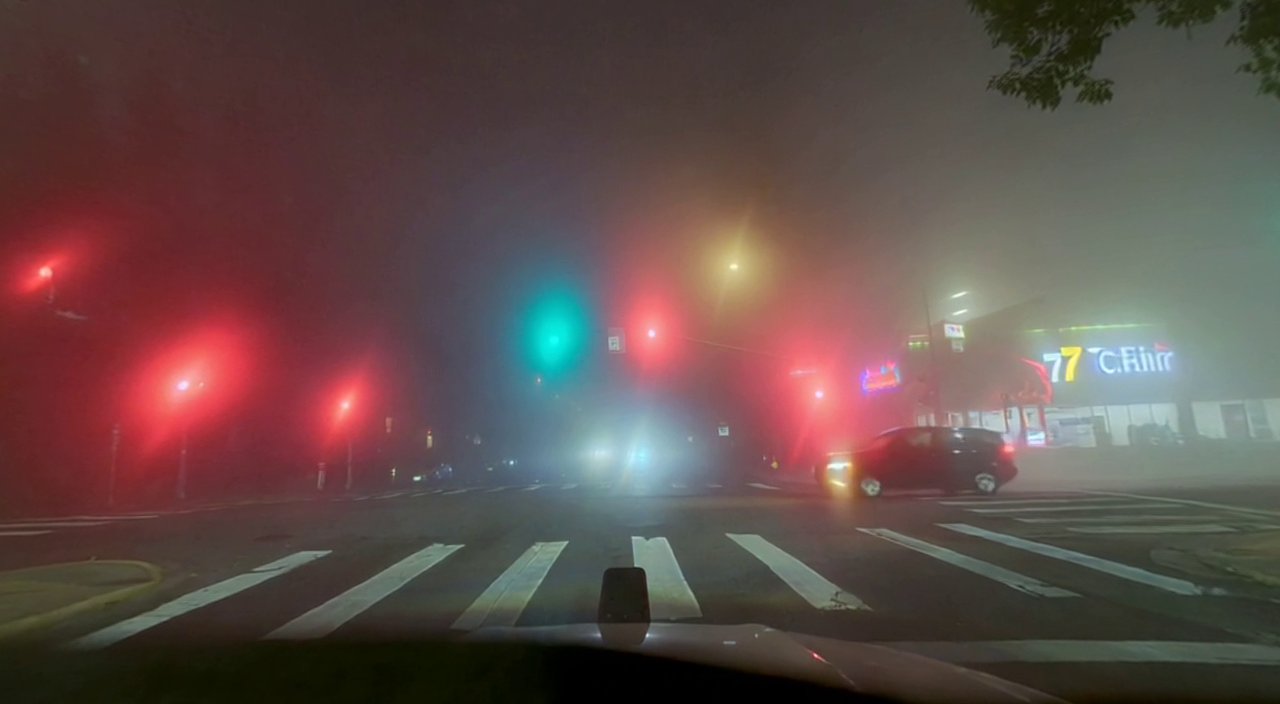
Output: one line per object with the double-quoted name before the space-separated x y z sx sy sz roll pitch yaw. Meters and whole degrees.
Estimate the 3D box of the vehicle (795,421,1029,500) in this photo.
"vehicle" 6.518 2.658 15.603 4.836 1.795 1.957 0 -8 1
